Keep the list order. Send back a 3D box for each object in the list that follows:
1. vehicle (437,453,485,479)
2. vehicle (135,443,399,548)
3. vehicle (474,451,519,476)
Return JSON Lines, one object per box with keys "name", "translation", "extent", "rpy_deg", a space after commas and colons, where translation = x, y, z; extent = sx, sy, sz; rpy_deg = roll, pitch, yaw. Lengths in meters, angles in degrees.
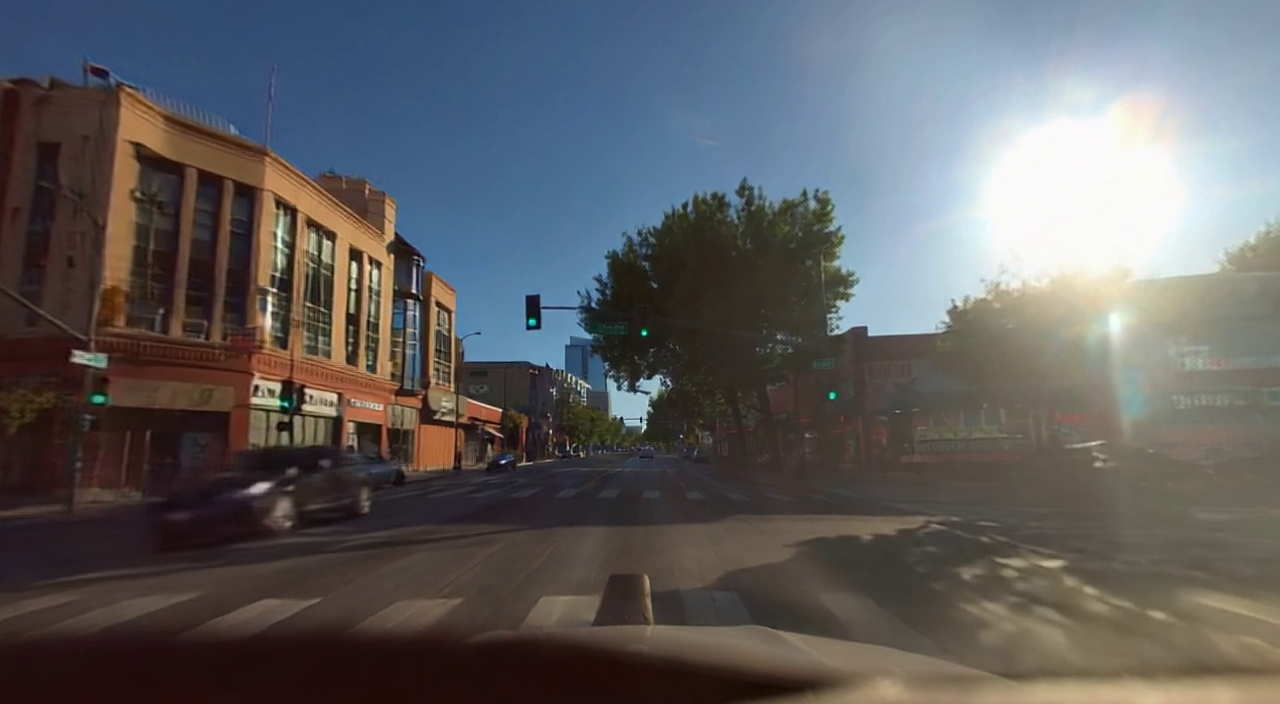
{"name": "vehicle", "translation": [-12.166, 7.766, 43.093], "extent": [1.960, 1.554, 4.050], "rpy_deg": [-2, -8, 2]}
{"name": "vehicle", "translation": [-6.184, 2.368, 11.235], "extent": [2.007, 1.478, 4.328], "rpy_deg": [0, -8, 1]}
{"name": "vehicle", "translation": [-9.161, 7.105, 40.548], "extent": [1.913, 1.457, 4.048], "rpy_deg": [0, -8, 1]}
